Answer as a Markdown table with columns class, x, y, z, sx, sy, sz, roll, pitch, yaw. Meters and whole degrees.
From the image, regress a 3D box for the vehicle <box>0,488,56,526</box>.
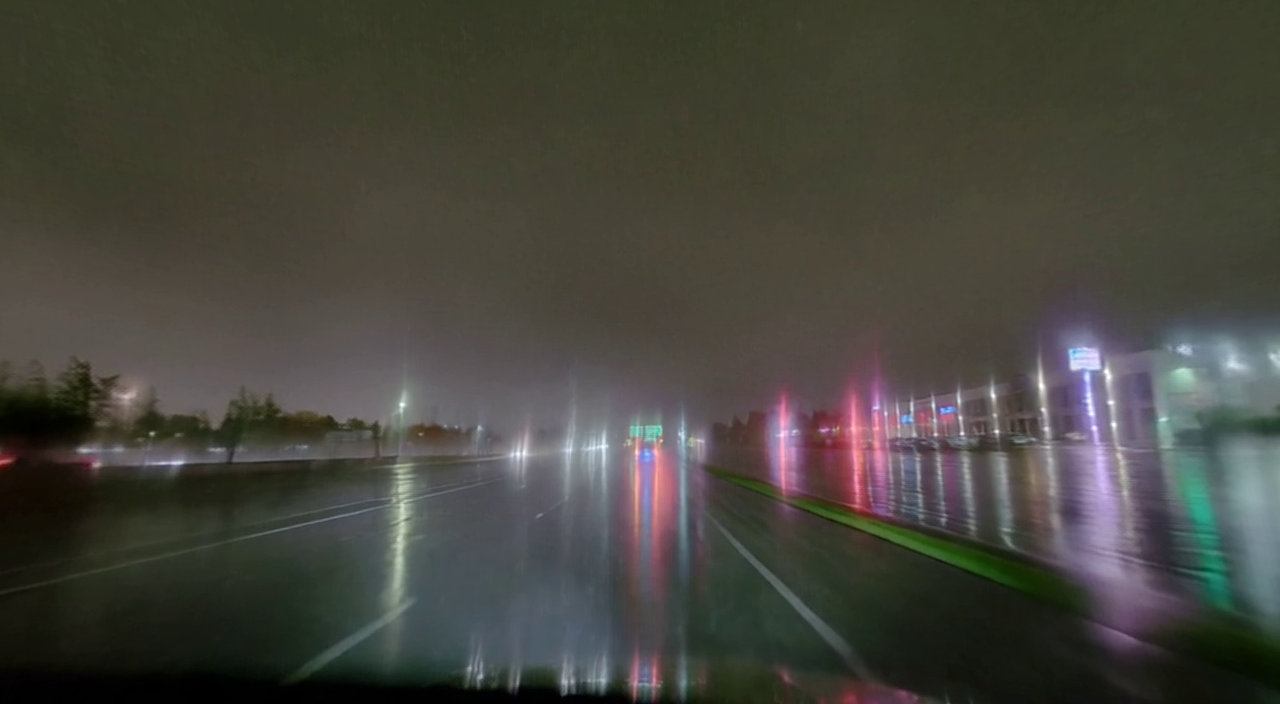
| class | x | y | z | sx | sy | sz | roll | pitch | yaw |
| --- | --- | --- | --- | --- | --- | --- | --- | --- | --- |
| vehicle | -30.002 | 7.349 | 29.966 | 1.803 | 1.413 | 4.306 | 4 | -10 | -24 |

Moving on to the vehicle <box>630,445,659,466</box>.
| class | x | y | z | sx | sy | sz | roll | pitch | yaw |
| --- | --- | --- | --- | --- | --- | --- | --- | --- | --- |
| vehicle | 0.325 | 7.621 | 46.474 | 2.014 | 1.507 | 3.960 | 0 | -9 | 0 |
